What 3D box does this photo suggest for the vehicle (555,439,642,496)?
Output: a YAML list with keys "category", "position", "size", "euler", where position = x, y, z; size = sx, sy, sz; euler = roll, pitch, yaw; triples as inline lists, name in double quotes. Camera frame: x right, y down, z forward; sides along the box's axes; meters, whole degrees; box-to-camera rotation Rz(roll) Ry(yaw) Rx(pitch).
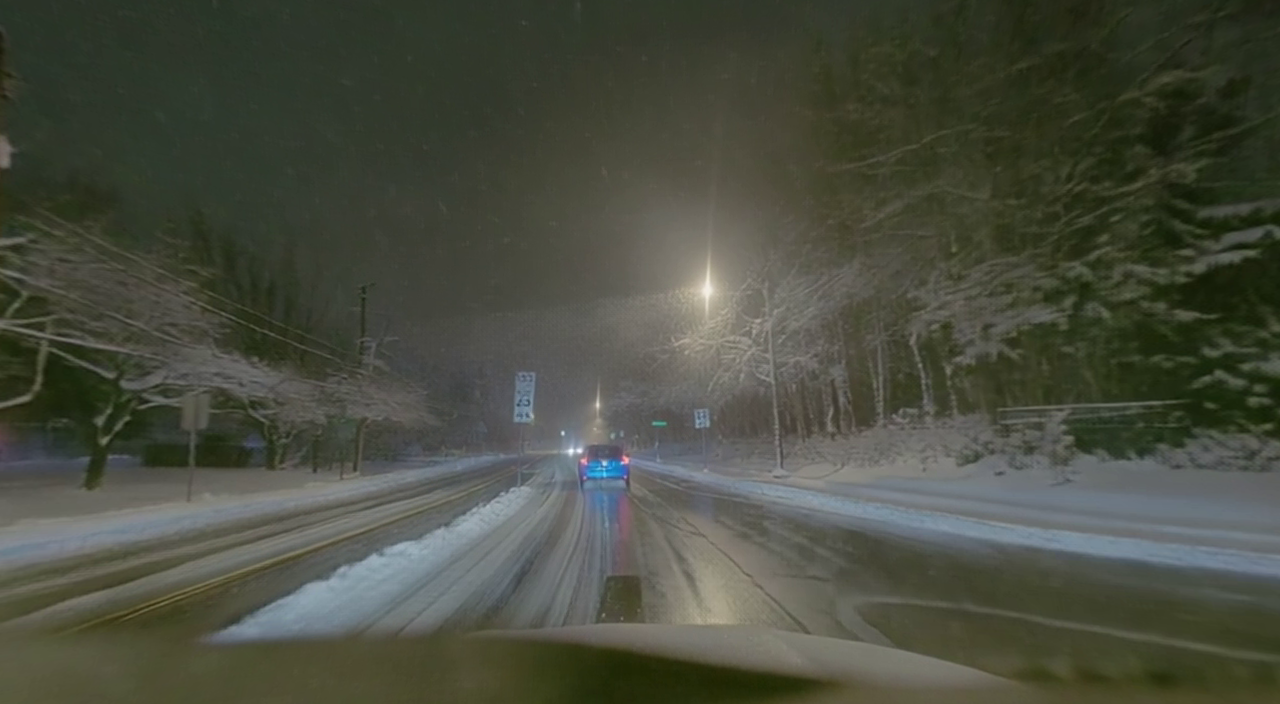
- category: "vehicle"
  position: [-1.295, 3.406, 19.111]
  size: [2.295, 1.510, 4.364]
  euler: [1, -8, -5]
